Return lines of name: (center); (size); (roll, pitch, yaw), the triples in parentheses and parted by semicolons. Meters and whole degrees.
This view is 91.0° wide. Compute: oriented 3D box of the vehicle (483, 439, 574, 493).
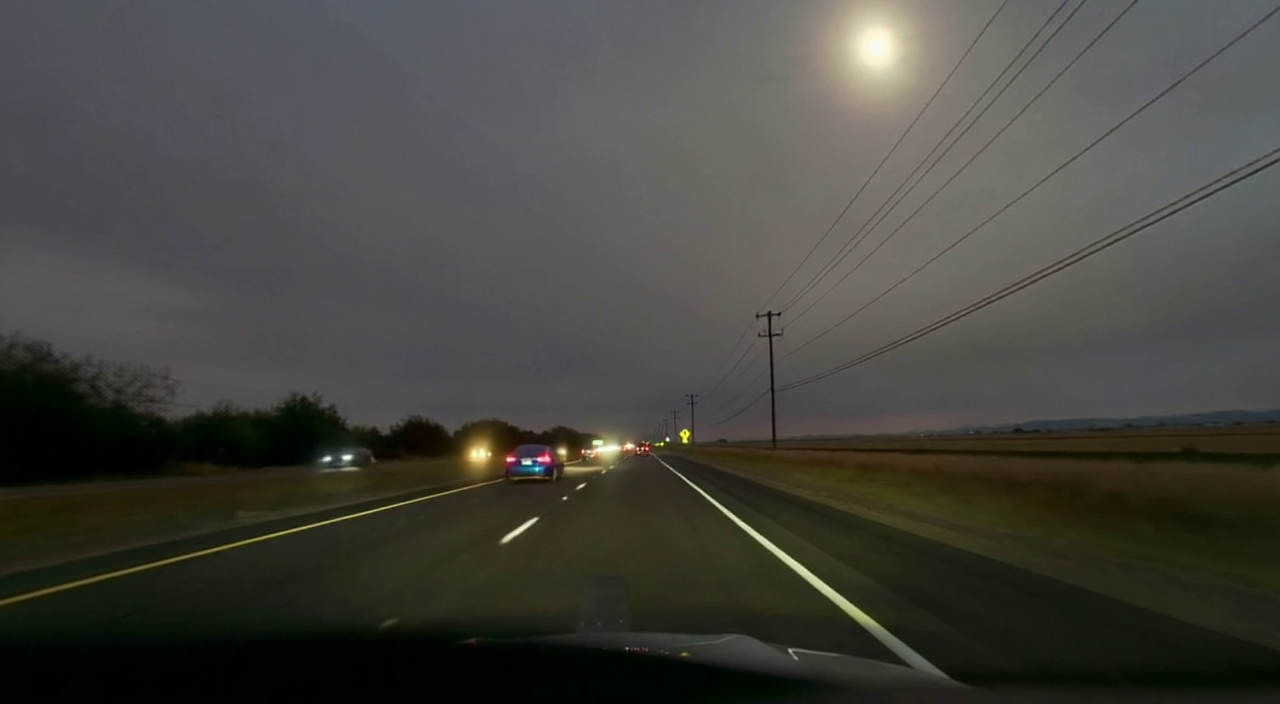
vehicle: (-3.665, 3.858, 21.692); (2.120, 1.597, 4.810); (0, -9, 1)

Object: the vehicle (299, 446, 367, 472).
vehicle: (-20.857, 7.284, 43.046); (2.024, 1.685, 4.992); (0, -9, 1)
